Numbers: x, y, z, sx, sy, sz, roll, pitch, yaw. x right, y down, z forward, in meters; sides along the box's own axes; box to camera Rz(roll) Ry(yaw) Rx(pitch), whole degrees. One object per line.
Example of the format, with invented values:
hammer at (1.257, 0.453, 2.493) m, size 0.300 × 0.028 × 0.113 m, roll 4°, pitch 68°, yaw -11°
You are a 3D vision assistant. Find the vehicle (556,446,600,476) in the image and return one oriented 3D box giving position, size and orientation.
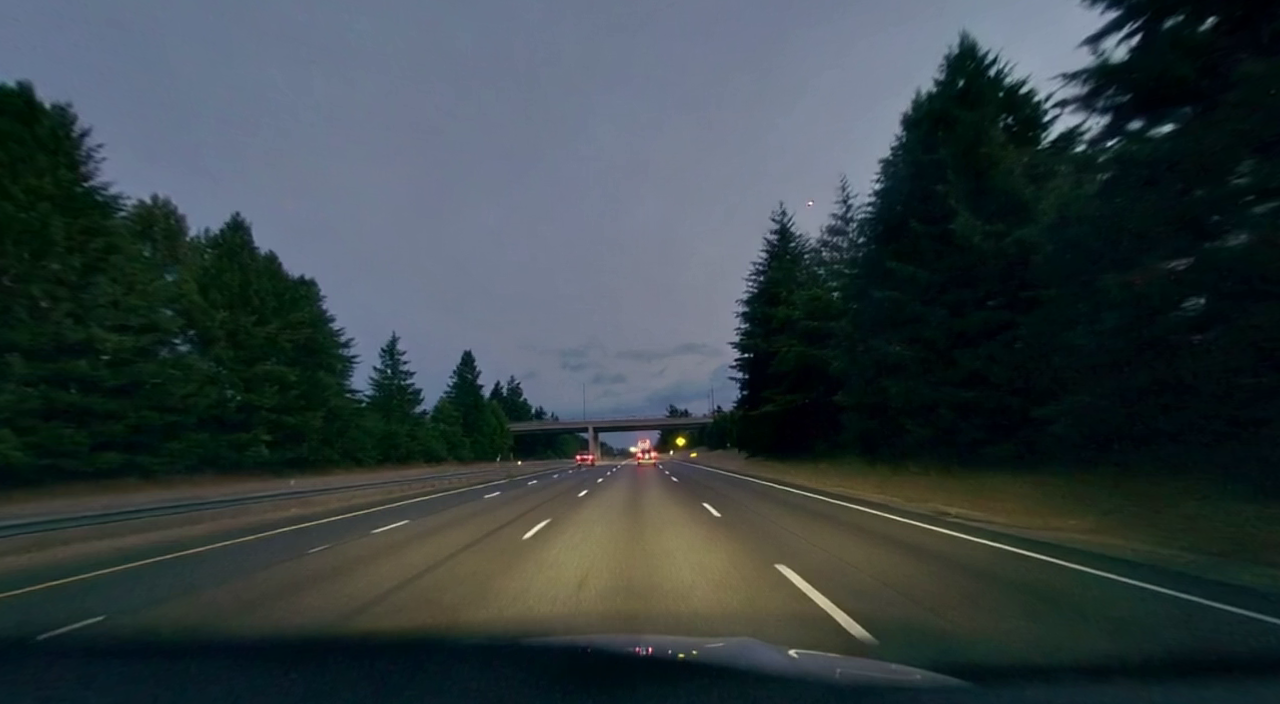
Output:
vehicle at (-3.465, 6.169, 35.906) m, size 2.049 × 1.575 × 4.019 m, roll 0°, pitch -9°, yaw 0°
